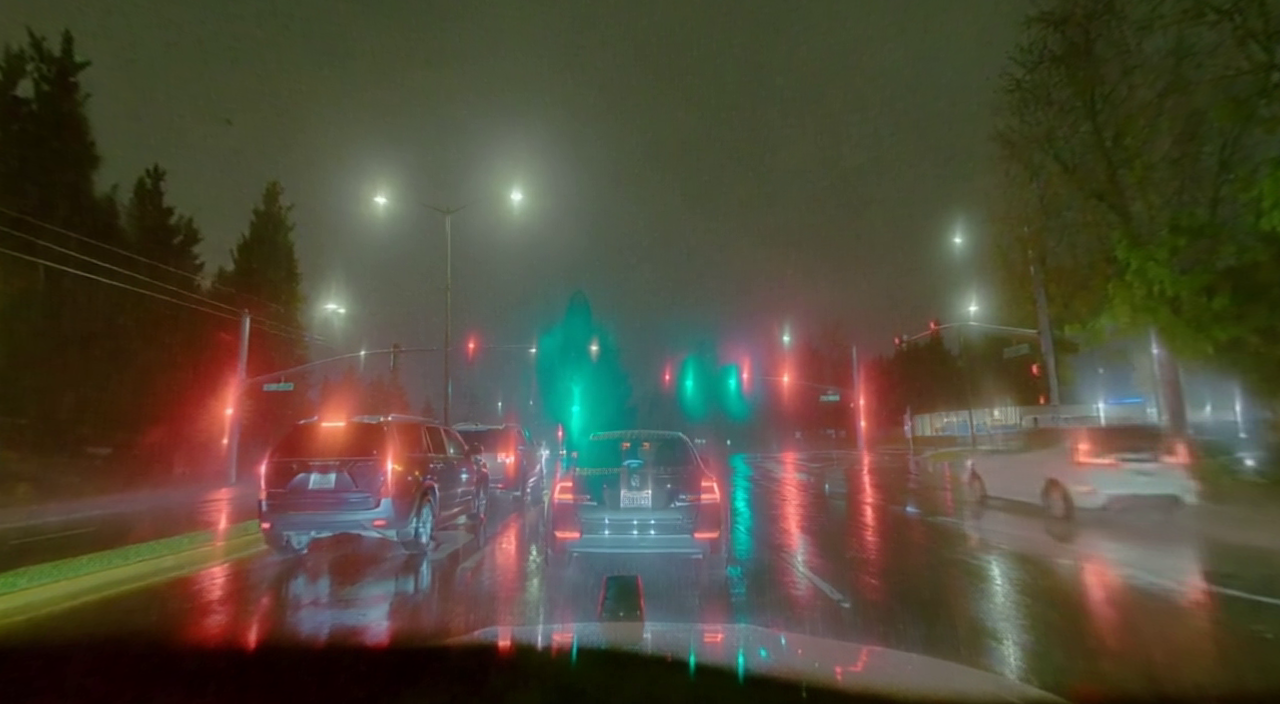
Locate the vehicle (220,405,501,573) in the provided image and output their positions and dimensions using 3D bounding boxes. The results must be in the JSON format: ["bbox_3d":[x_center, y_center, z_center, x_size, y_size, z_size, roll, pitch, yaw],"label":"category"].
[{"bbox_3d":[-3.427,1.758,8.856,2.046,1.751,4.208,0,-8,-1],"label":"vehicle"}]

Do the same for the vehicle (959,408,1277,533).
[{"bbox_3d":[7.819,1.984,11.101,2.059,1.719,4.443,0,-8,0],"label":"vehicle"}]

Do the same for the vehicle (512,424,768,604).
[{"bbox_3d":[-0.061,1.642,7.312,2.126,1.475,3.967,0,-8,-2],"label":"vehicle"}]
